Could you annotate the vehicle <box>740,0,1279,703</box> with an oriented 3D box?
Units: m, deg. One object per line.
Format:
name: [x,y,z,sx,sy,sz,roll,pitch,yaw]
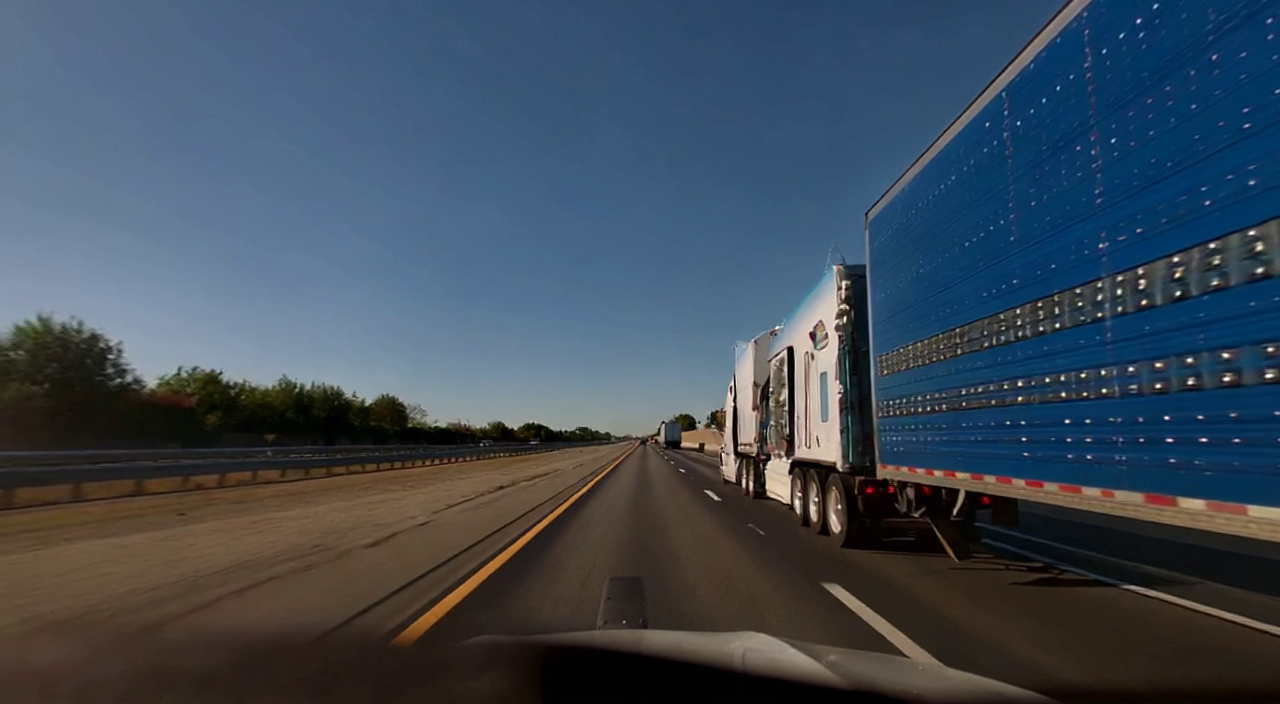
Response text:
vehicle: [4.065,0.279,7.057,2.976,4.114,16.788,0,-8,-1]
